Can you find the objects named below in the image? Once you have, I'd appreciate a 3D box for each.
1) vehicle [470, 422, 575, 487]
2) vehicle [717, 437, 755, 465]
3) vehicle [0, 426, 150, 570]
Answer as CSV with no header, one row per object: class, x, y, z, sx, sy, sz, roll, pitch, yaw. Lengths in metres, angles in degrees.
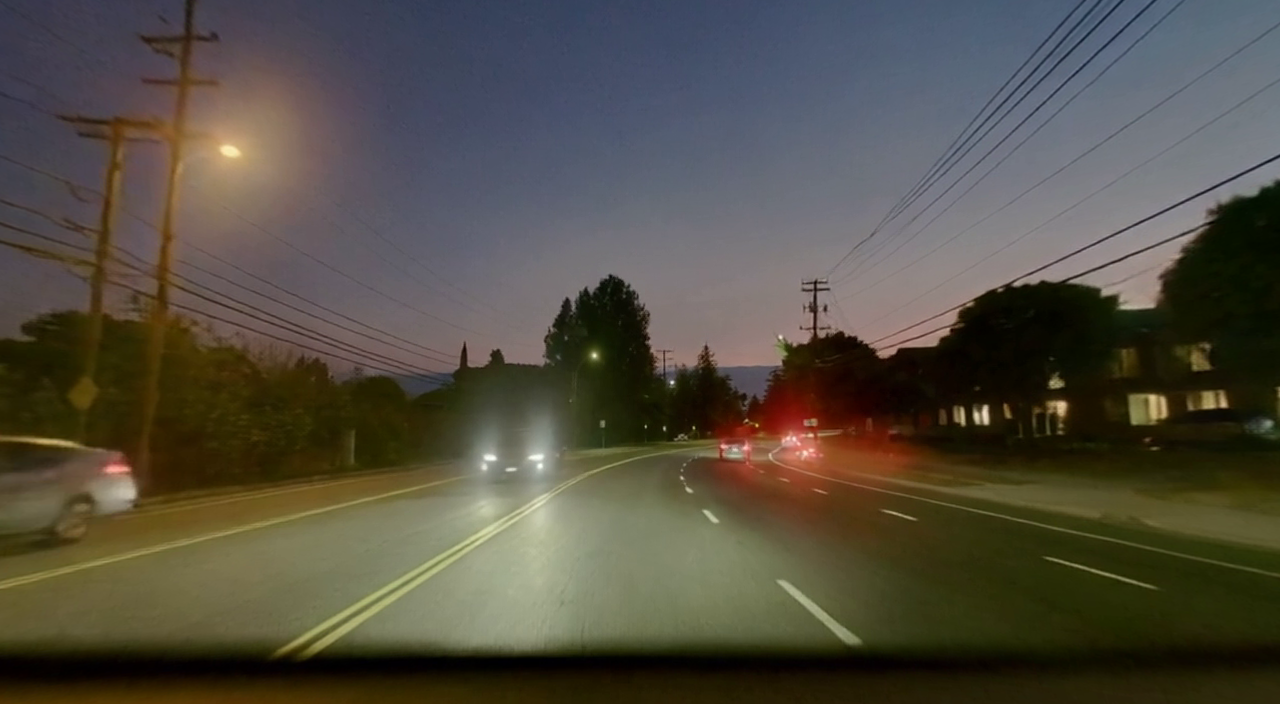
vehicle,-3.539,3.247,20.114,2.191,1.771,4.981,-1,-9,3
vehicle,5.373,5.583,35.666,1.982,1.451,4.152,-1,-9,7
vehicle,-7.643,1.443,6.033,2.019,1.476,4.786,0,-9,0
